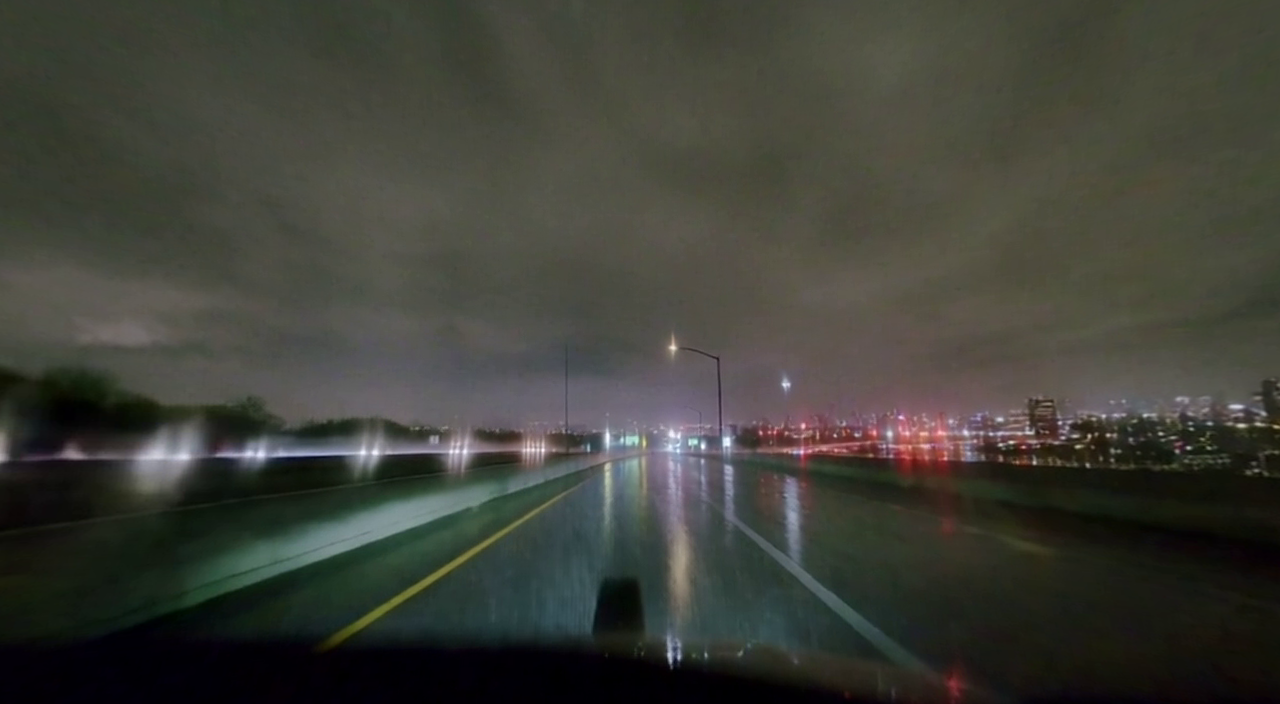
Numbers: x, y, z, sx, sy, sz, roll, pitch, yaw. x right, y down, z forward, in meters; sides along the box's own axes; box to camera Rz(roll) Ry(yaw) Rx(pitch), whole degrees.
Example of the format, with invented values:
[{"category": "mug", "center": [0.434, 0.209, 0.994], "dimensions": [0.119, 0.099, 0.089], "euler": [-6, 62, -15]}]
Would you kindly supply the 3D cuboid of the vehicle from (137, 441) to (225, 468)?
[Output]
[{"category": "vehicle", "center": [-26.828, 6.006, 37.009], "dimensions": [1.925, 1.473, 4.762], "euler": [1, -8, -5]}]
